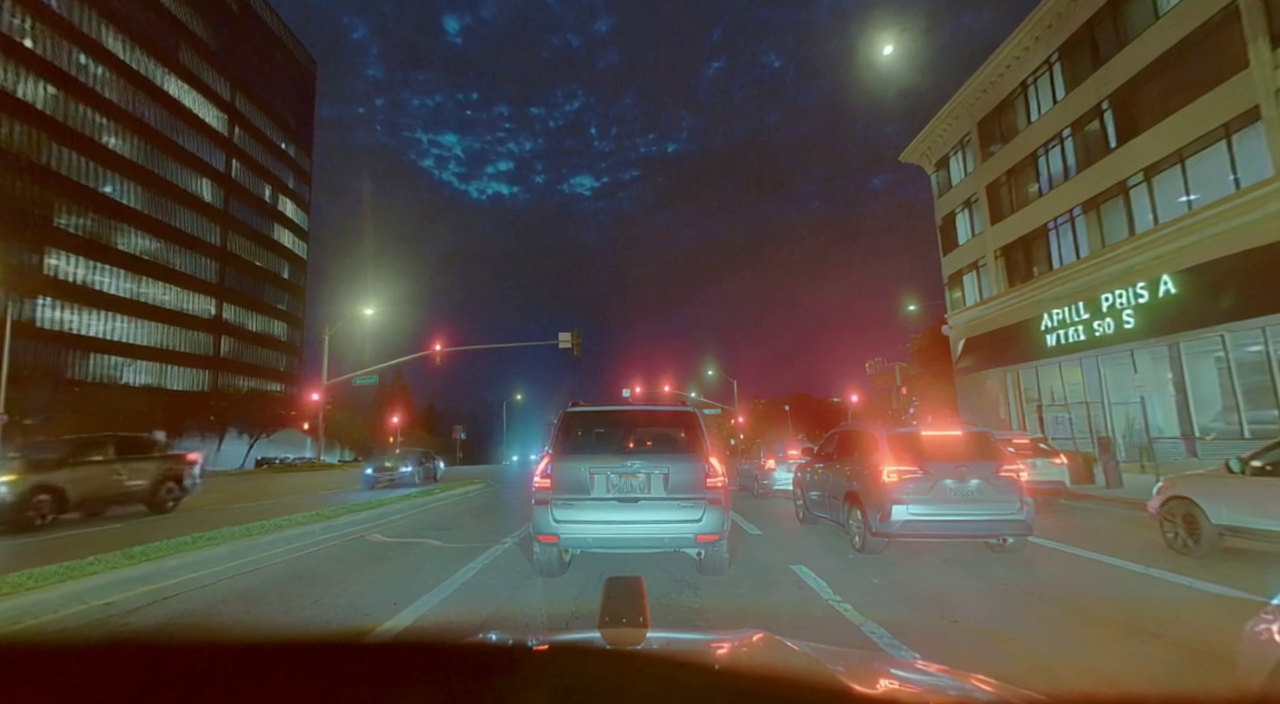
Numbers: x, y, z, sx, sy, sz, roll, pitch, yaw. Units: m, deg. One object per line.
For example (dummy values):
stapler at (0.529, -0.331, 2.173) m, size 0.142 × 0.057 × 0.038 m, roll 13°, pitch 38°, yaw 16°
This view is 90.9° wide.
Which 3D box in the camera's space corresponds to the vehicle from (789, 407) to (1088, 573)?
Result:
vehicle at (3.627, 1.752, 8.793) m, size 2.036 × 1.719 × 4.318 m, roll 0°, pitch -8°, yaw 0°

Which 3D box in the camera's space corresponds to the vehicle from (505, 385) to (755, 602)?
vehicle at (-0.002, 1.534, 7.672) m, size 2.154 × 1.861 × 4.280 m, roll 0°, pitch -8°, yaw 2°

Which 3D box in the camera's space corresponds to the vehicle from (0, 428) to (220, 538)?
vehicle at (-11.868, 2.606, 13.326) m, size 2.224 × 1.840 × 5.290 m, roll 0°, pitch -8°, yaw 1°

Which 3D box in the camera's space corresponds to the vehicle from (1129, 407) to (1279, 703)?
vehicle at (3.370, 0.724, 0.809) m, size 1.884 × 1.484 × 4.609 m, roll 0°, pitch -8°, yaw 2°

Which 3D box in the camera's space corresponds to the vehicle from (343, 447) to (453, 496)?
vehicle at (-8.146, 4.043, 21.715) m, size 1.930 × 1.484 × 4.252 m, roll 0°, pitch -8°, yaw 2°
